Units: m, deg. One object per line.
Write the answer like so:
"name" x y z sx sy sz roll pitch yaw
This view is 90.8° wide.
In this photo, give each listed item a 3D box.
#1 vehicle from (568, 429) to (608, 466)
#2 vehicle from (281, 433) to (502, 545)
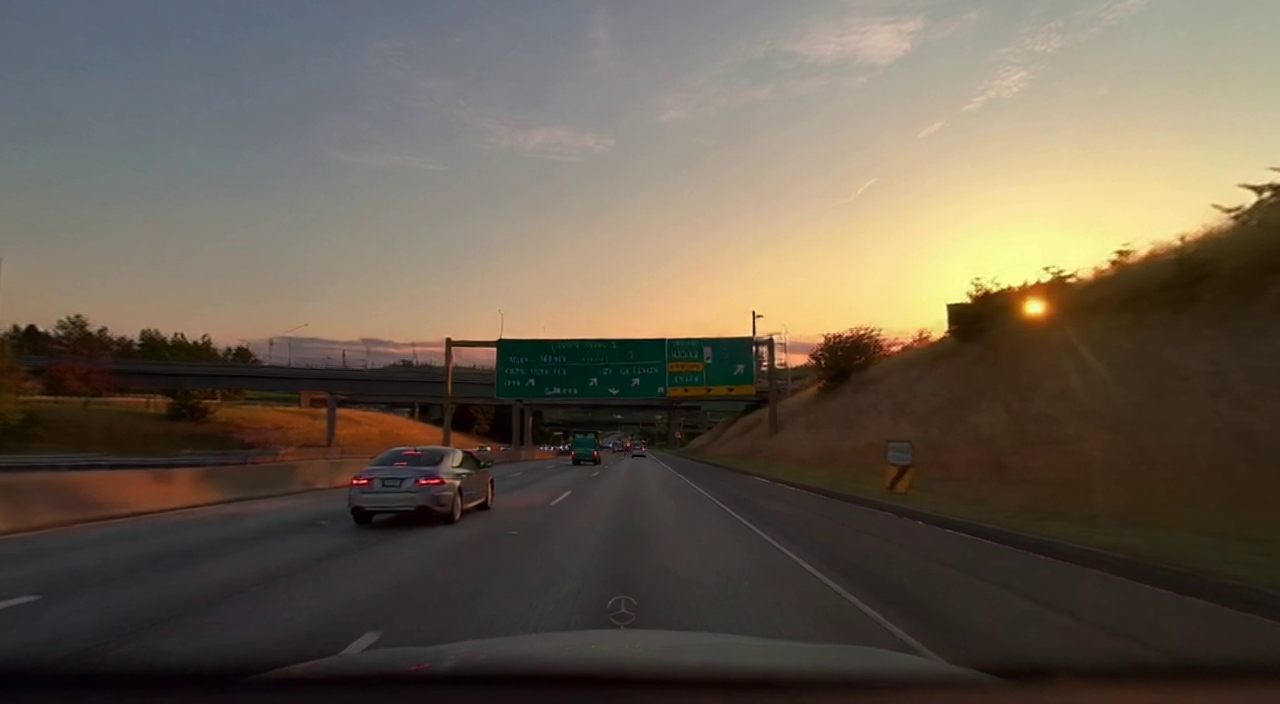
"vehicle" -3.649 6.854 45.132 2.290 2.453 5.561 0 -9 1
"vehicle" -3.662 2.086 10.198 1.924 1.436 3.915 0 -9 1
